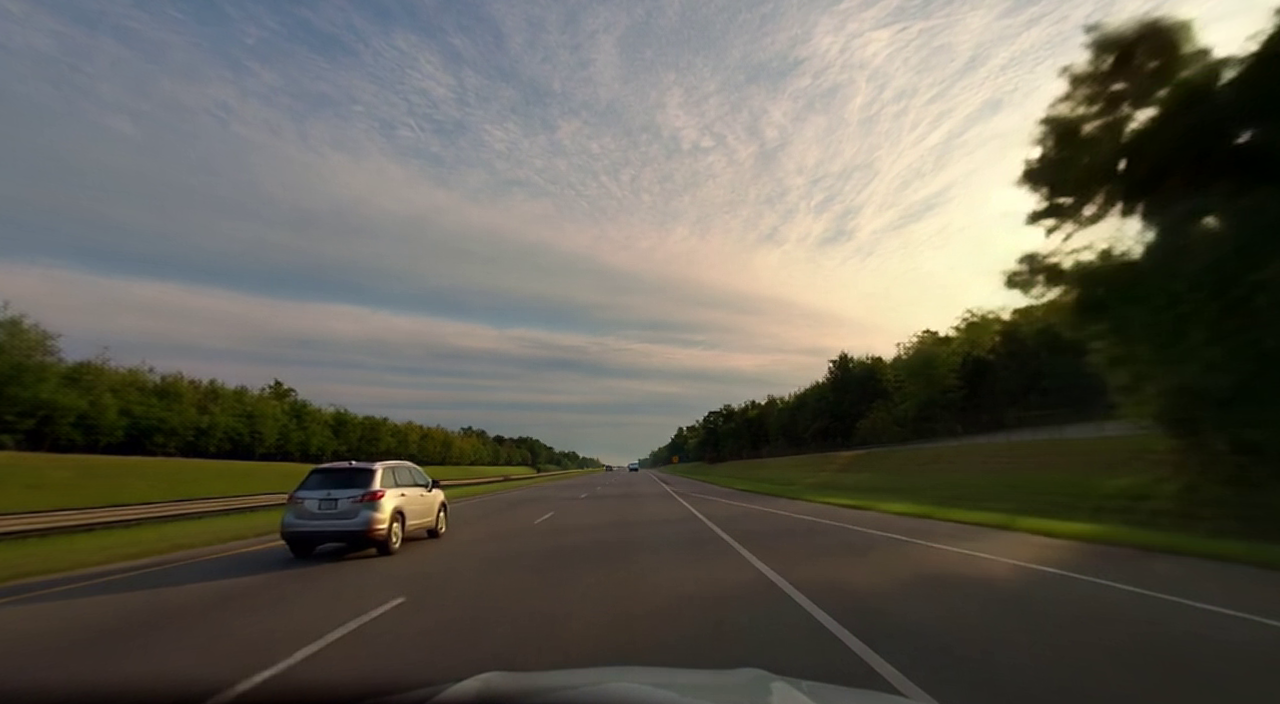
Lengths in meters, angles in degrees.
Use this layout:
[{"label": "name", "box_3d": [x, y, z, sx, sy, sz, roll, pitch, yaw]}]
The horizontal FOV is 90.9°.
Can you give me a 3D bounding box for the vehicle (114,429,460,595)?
[{"label": "vehicle", "box_3d": [-4.165, 2.022, 8.681, 1.928, 1.593, 4.871, 1, -10, 0]}]
